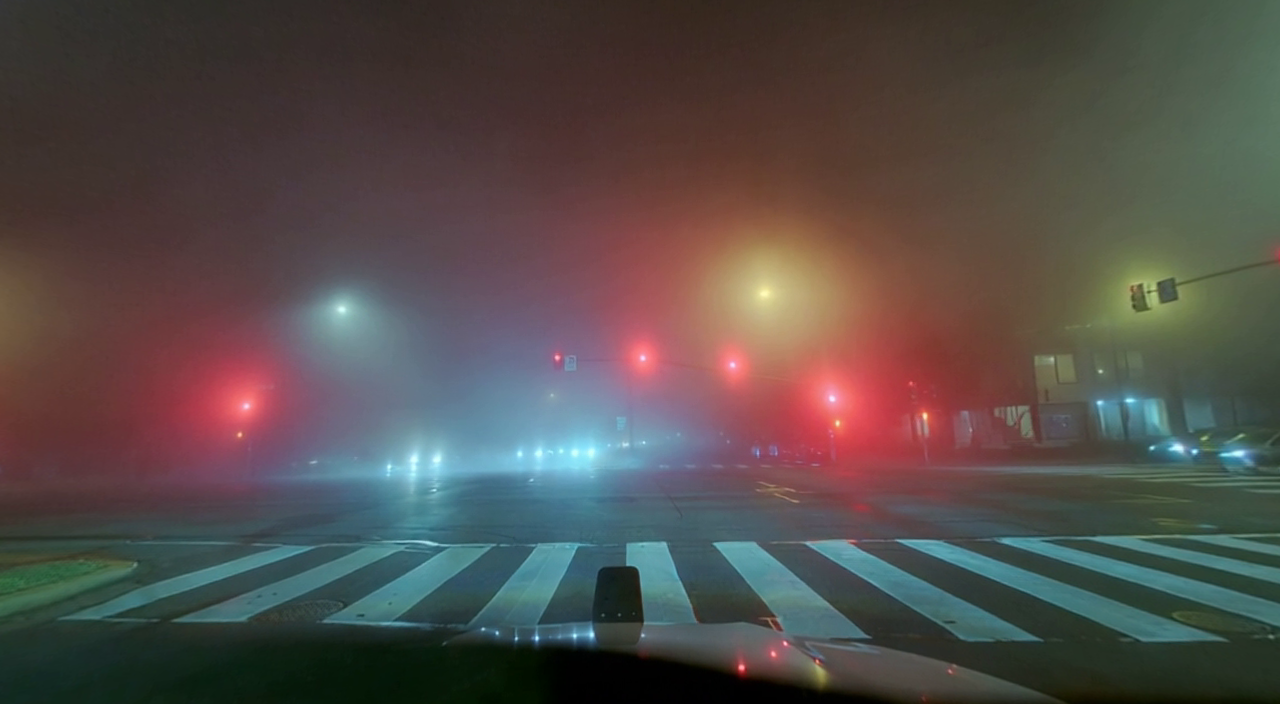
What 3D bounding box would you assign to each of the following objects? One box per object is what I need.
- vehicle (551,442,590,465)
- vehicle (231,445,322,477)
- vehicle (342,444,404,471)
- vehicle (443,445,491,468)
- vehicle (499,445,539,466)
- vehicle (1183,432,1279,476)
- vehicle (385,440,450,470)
[{"bbox_3d":[-4.529,6.710,41.679,1.954,1.431,4.050,-1,-9,2],"label":"vehicle"},{"bbox_3d":[-22.583,6.756,39.392,2.032,1.839,4.884,-2,-9,13],"label":"vehicle"},{"bbox_3d":[-18.563,7.341,44.007,2.237,1.801,4.541,0,-9,1],"label":"vehicle"},{"bbox_3d":[-11.637,7.077,42.698,1.911,1.476,4.297,-1,-9,2],"label":"vehicle"},{"bbox_3d":[-8.111,7.004,42.603,1.910,1.321,3.692,0,-9,1],"label":"vehicle"},{"bbox_3d":[22.310,3.586,22.235,4.474,1.477,1.908,0,-9,-3],"label":"vehicle"},{"bbox_3d":[-15.148,7.033,43.162,2.340,1.946,5.450,0,-9,2],"label":"vehicle"}]
